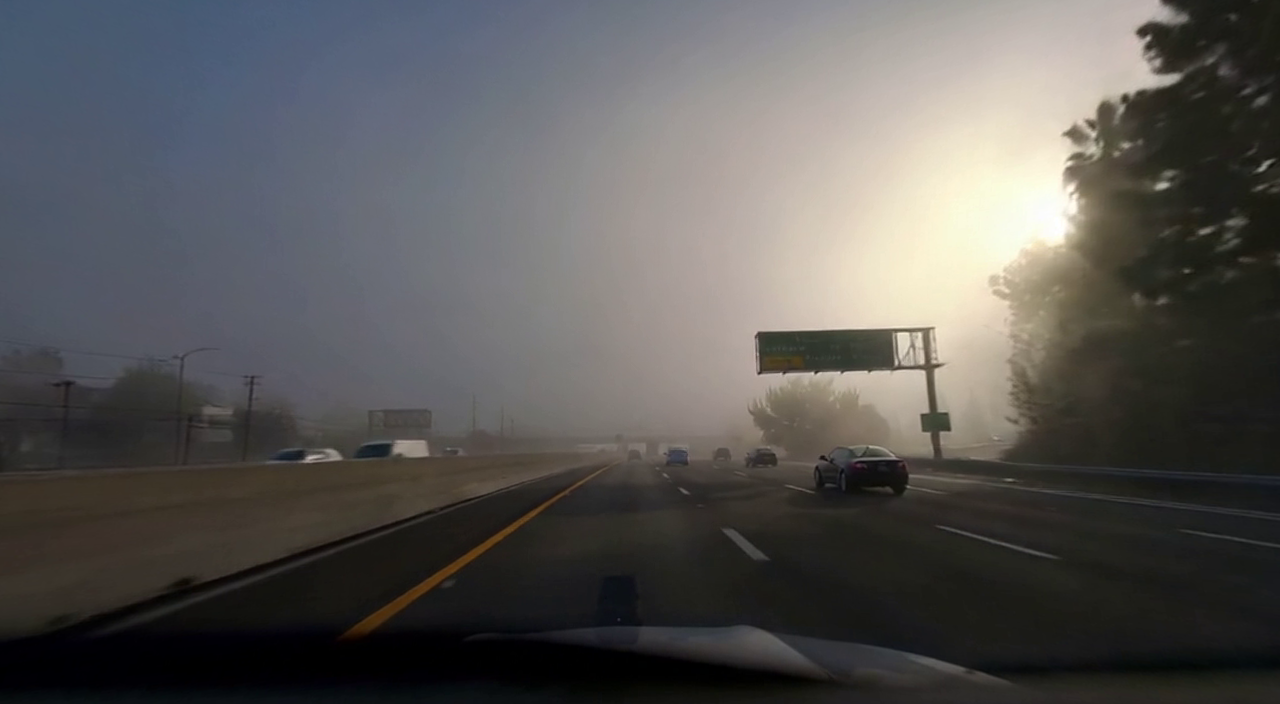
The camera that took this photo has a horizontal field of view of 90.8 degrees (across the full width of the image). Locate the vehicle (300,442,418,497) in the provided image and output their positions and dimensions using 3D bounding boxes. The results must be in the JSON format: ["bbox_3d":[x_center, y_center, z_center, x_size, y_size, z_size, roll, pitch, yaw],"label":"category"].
[{"bbox_3d":[-10.029,4.192,23.037,2.147,1.758,4.619,-1,-8,0],"label":"vehicle"}]

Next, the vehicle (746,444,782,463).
[{"bbox_3d":[9.528,7.838,48.922,1.838,1.440,4.121,0,-8,-2],"label":"vehicle"}]

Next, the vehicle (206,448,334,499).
[{"bbox_3d":[-13.323,4.374,23.153,1.989,1.628,4.420,-1,-8,0],"label":"vehicle"}]

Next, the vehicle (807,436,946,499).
[{"bbox_3d":[6.326,3.126,17.561,1.952,1.489,4.483,0,-8,-2],"label":"vehicle"}]

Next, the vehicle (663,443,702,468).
[{"bbox_3d":[2.655,6.560,40.231,1.993,1.507,4.594,0,-8,-2],"label":"vehicle"}]

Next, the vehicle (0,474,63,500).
[{"bbox_3d":[-44.755,9.645,45.282,4.638,1.692,2.010,0,-9,-2],"label":"vehicle"}]
